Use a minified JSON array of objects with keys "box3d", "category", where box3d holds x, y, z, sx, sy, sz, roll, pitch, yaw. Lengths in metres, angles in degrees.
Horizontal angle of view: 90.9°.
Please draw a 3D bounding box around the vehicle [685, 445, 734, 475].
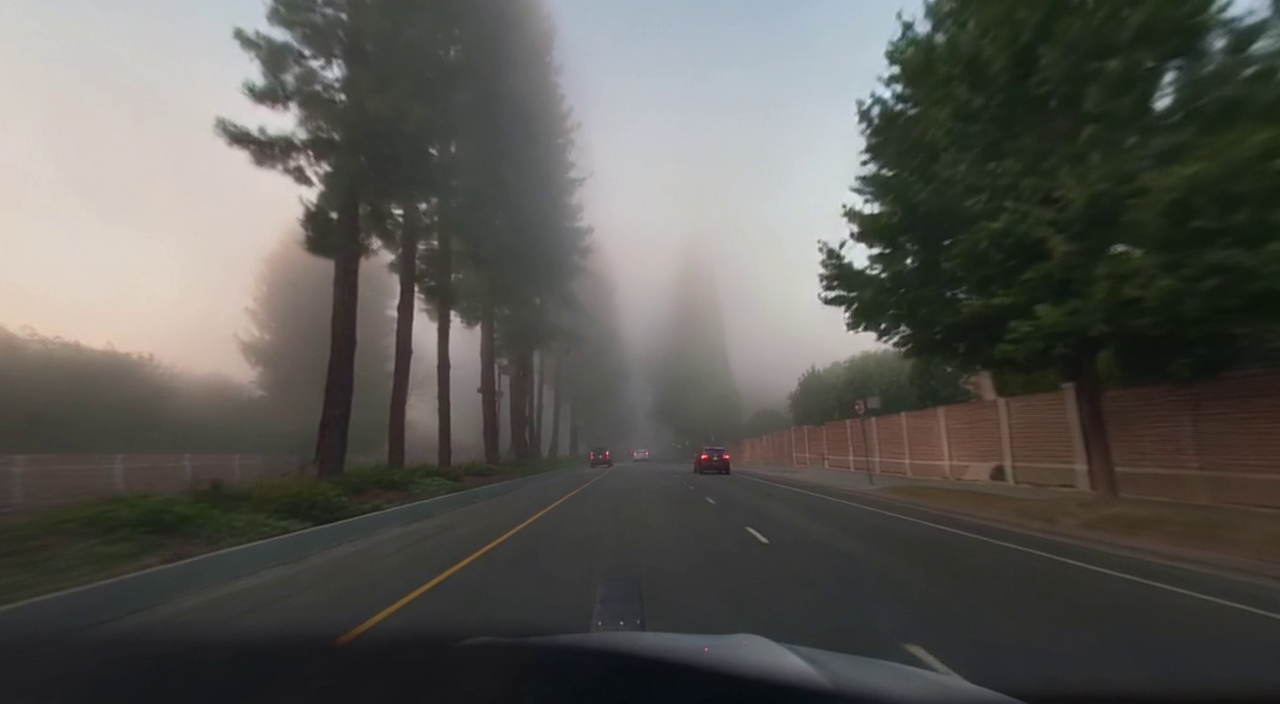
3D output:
[{"box3d":[3.992,6.271,36.846,2.237,1.578,4.621,0,-8,-1],"category":"vehicle"}]
